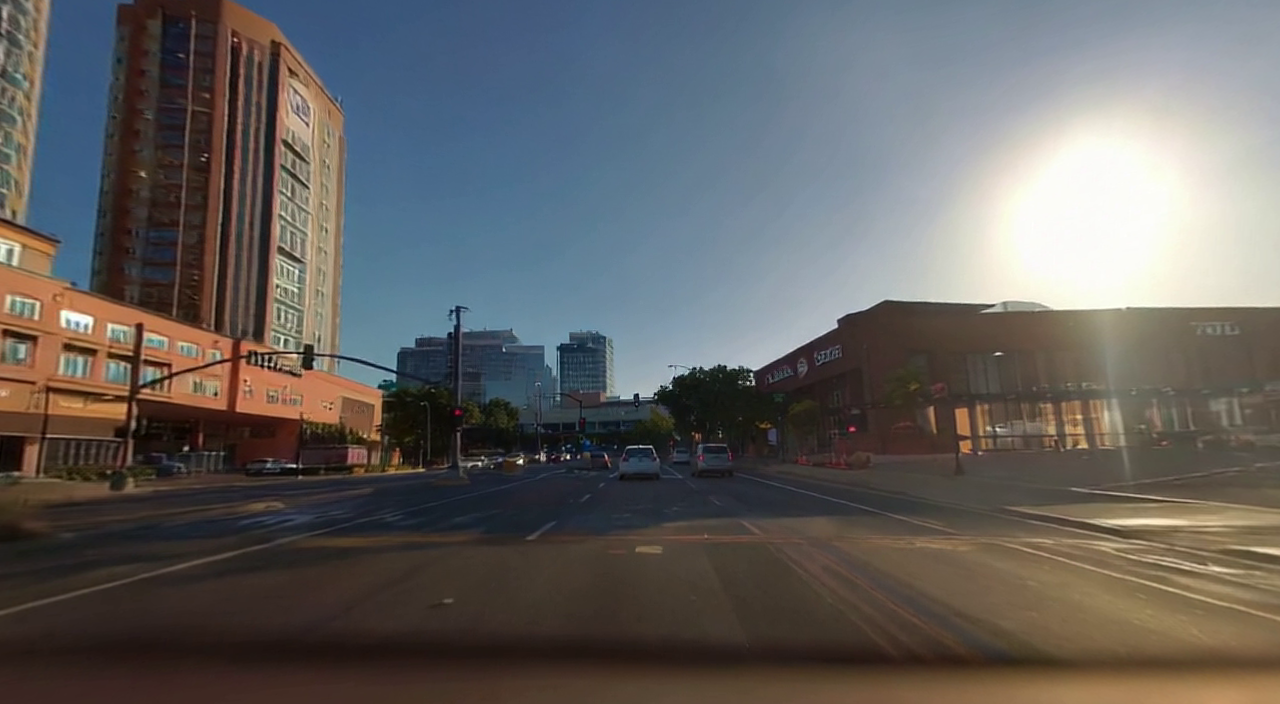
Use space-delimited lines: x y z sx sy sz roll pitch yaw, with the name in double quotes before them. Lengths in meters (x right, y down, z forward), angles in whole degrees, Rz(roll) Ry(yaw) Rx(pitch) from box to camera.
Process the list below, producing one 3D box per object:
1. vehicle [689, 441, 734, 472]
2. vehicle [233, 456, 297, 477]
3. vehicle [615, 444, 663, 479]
"vehicle" 4.109 6.050 36.841 2.007 1.683 4.171 0 -8 -2
"vehicle" -29.300 8.925 49.388 1.879 1.489 4.627 -1 -9 6
"vehicle" -0.047 4.973 28.980 2.059 1.477 3.988 0 -8 0
